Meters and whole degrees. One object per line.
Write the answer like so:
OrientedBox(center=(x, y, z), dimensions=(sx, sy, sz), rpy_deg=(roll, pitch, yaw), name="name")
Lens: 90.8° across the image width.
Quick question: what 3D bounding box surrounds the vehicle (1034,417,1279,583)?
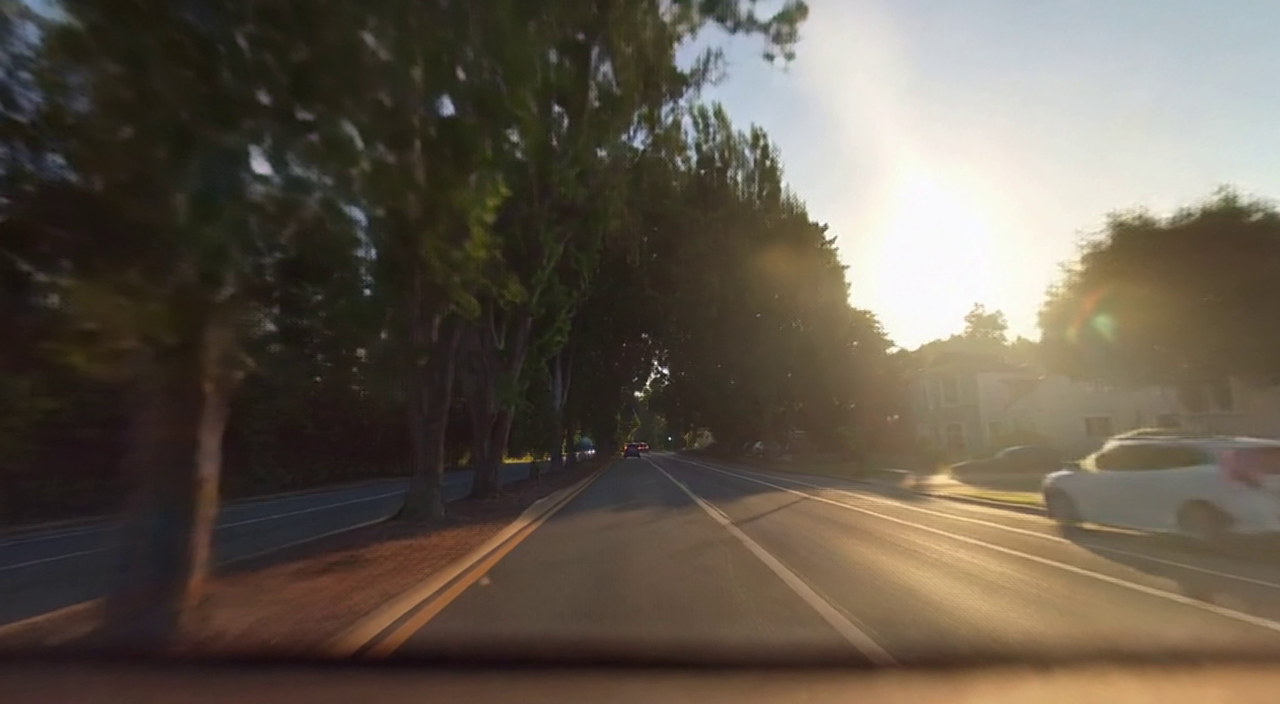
OrientedBox(center=(7.338, 1.733, 8.088), dimensions=(1.965, 1.623, 4.096), rpy_deg=(0, -9, 1), name="vehicle")
